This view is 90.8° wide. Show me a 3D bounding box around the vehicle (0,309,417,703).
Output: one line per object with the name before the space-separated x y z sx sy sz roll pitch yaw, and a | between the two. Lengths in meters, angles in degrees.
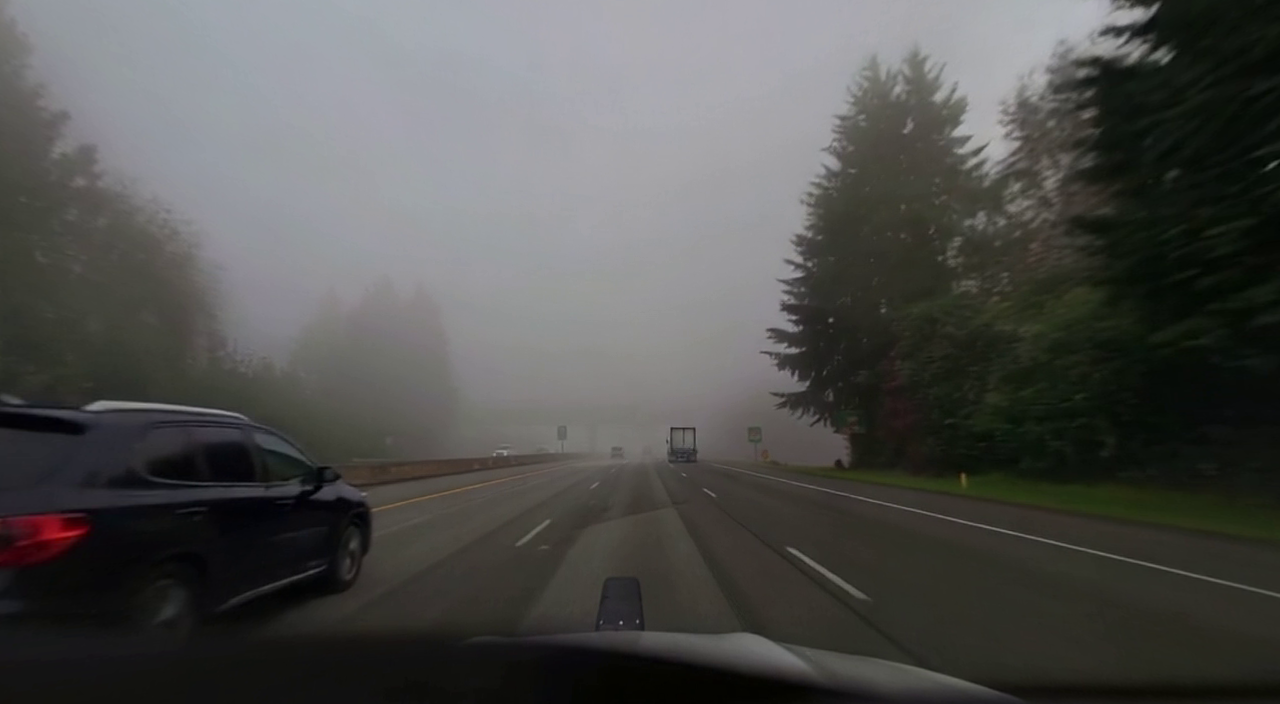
vehicle | -3.385 1.029 4.037 2.238 1.792 4.518 0 -9 0
